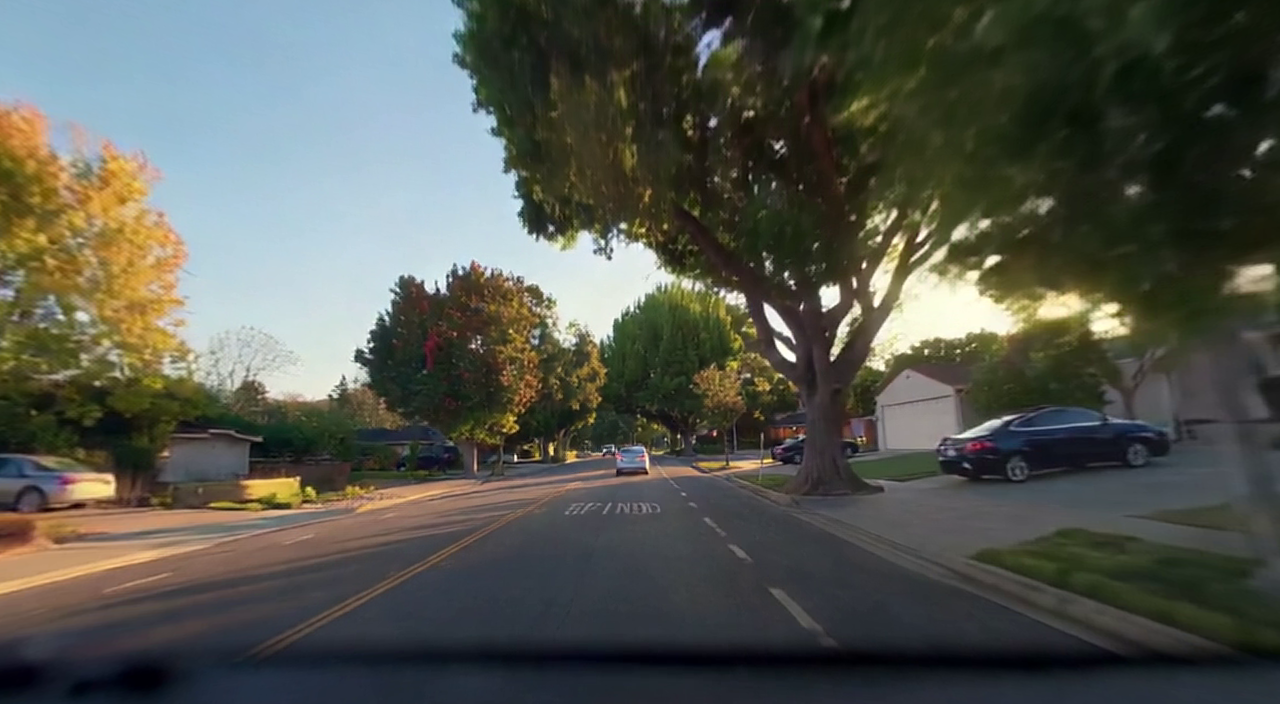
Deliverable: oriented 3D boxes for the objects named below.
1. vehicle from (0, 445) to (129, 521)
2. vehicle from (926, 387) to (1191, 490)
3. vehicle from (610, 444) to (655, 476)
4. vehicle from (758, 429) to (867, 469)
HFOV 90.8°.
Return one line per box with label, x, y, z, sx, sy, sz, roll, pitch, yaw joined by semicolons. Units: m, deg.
vehicle;-17.071;3.494;17.158;4.463;1.917;1.970;1;-9;-5
vehicle;9.545;2.027;14.712;4.634;1.723;1.966;-6;-9;-2
vehicle;-0.361;5.433;31.883;2.098;1.483;4.099;0;-9;0
vehicle;8.621;4.880;31.912;4.740;1.467;2.074;-5;-9;-3
